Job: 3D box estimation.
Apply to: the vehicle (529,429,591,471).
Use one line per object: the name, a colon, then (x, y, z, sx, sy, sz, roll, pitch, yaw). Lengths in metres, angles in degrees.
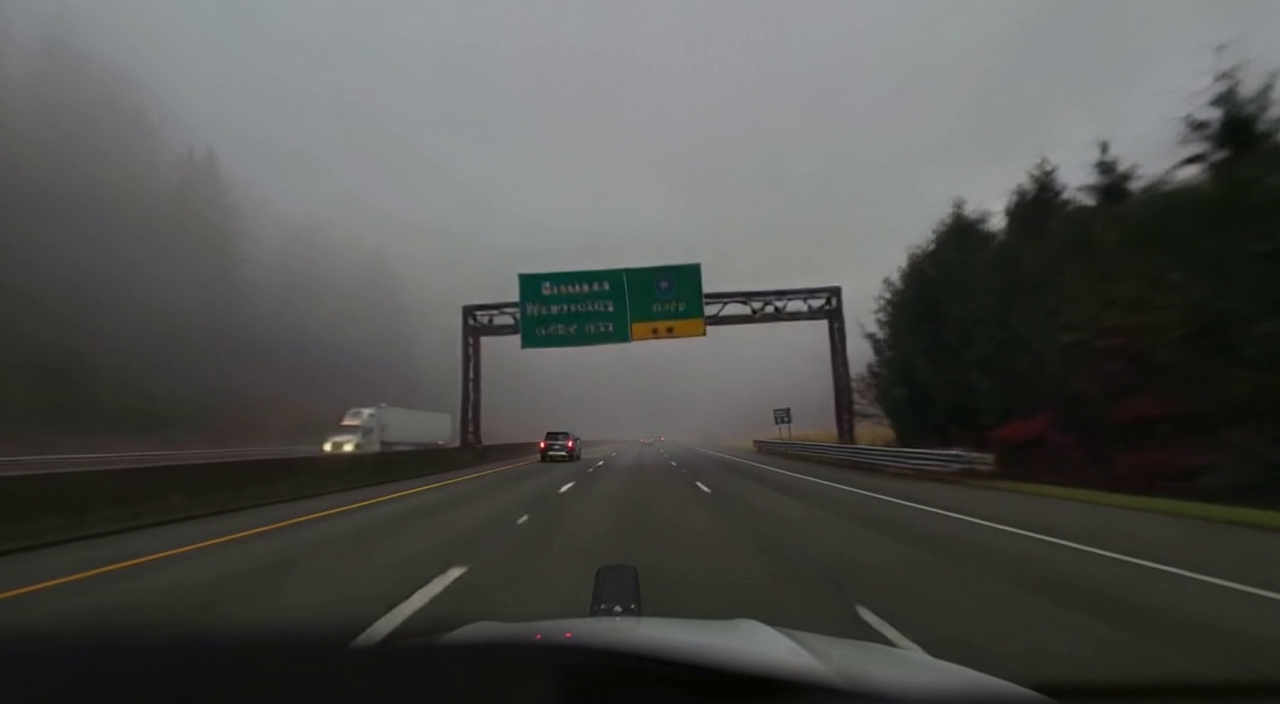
vehicle: (-3.292, 4.110, 26.699, 2.084, 1.654, 4.080, 0, -8, 0)

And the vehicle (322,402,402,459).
vehicle: (-20.820, 5.991, 47.659, 3.296, 4.004, 5.827, 0, -8, 0)
